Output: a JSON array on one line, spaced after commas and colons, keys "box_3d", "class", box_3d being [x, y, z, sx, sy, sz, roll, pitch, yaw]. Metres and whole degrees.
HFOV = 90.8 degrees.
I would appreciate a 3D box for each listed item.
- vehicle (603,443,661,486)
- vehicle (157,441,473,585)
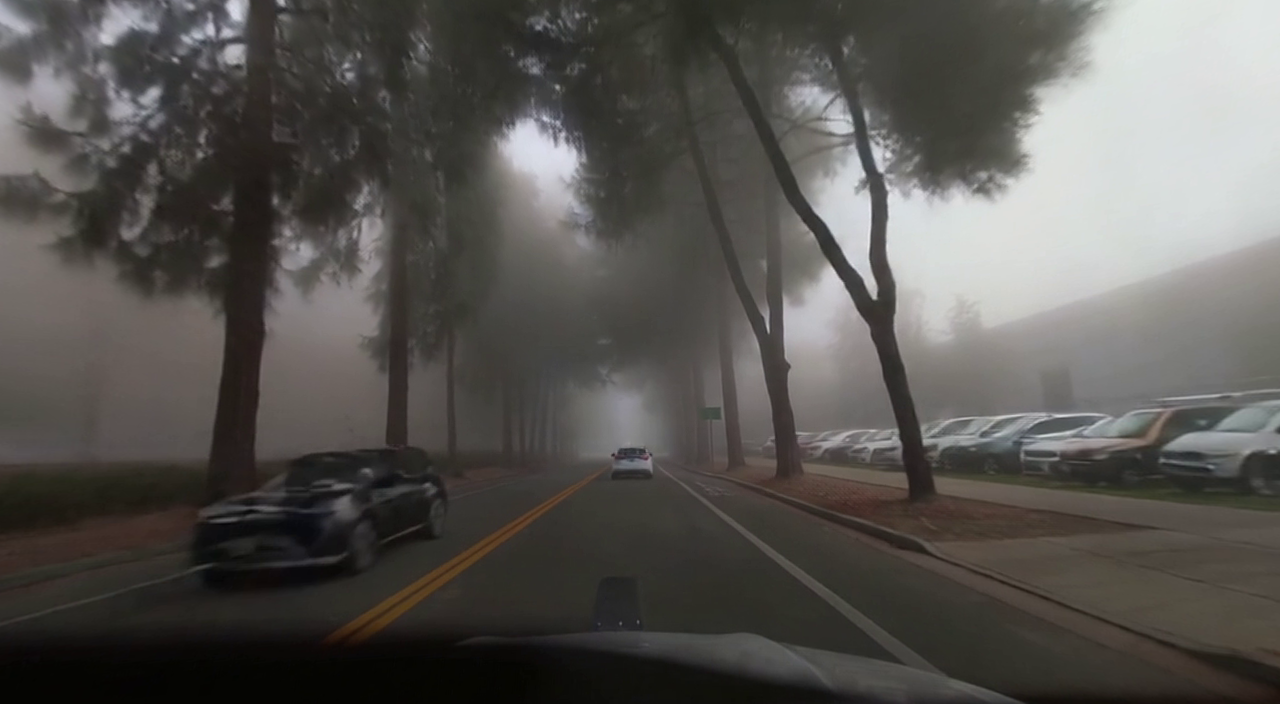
[{"box_3d": [-0.328, 4.532, 25.833, 2.152, 1.574, 4.223, 0, -8, -1], "class": "vehicle"}, {"box_3d": [-4.004, 2.020, 8.944, 2.028, 1.464, 4.602, -1, -8, 0], "class": "vehicle"}]
